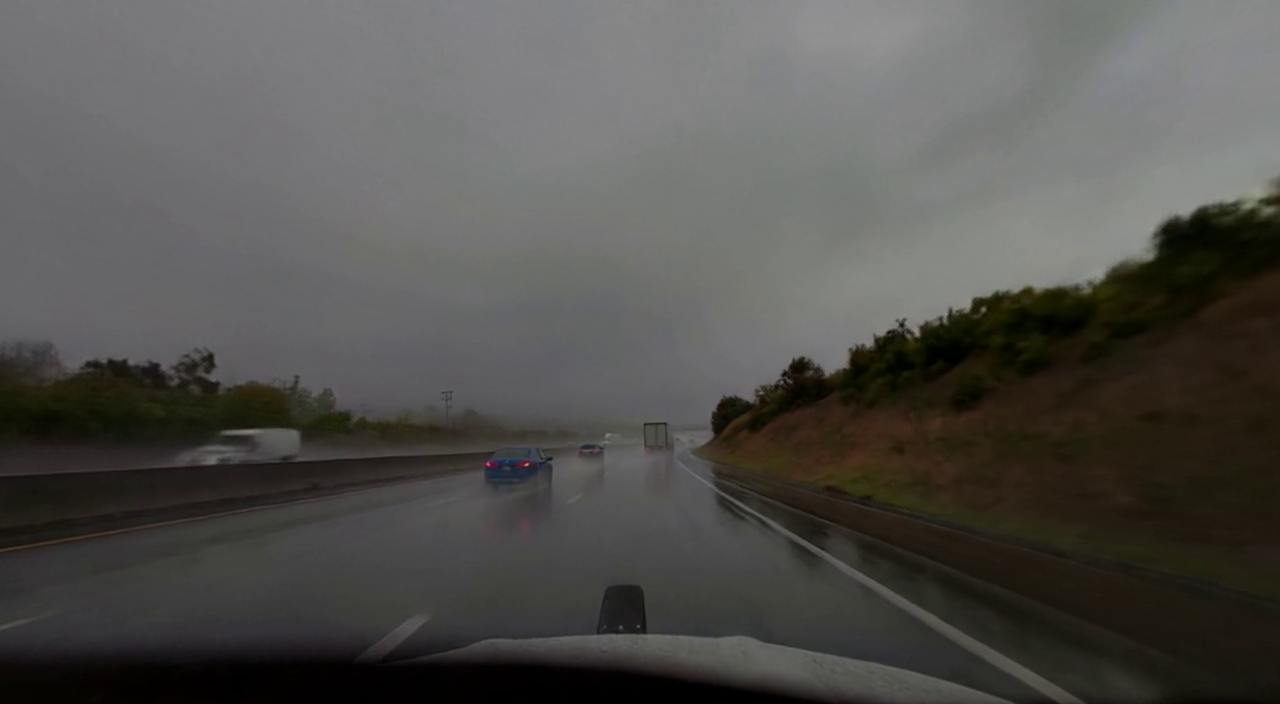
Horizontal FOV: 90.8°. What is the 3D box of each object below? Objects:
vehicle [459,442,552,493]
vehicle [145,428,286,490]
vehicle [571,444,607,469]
[{"bbox_3d":[-4.263,3.729,20.711,2.078,1.469,4.371,0,-9,0],"label":"vehicle"},{"bbox_3d":[-18.596,4.723,28.110,2.374,2.487,5.476,0,-9,1],"label":"vehicle"},{"bbox_3d":[-3.251,6.737,40.770,1.943,1.460,3.961,0,-9,1],"label":"vehicle"}]
